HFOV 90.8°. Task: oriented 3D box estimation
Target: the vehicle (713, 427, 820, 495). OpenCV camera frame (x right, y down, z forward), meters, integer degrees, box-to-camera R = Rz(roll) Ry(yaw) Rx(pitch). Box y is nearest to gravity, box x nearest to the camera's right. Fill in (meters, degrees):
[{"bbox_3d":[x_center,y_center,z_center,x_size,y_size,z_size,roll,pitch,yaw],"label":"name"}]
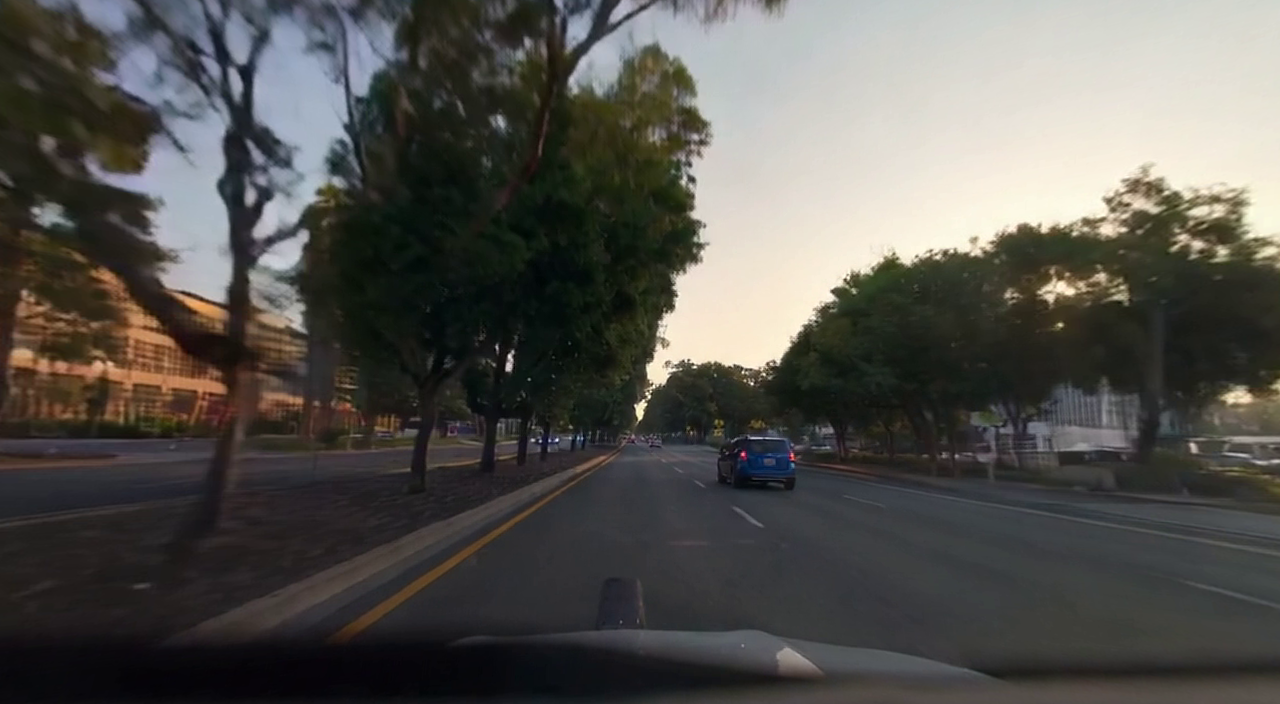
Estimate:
[{"bbox_3d":[3.434,3.055,18.010,2.072,1.696,4.177,0,-8,-2],"label":"vehicle"}]
